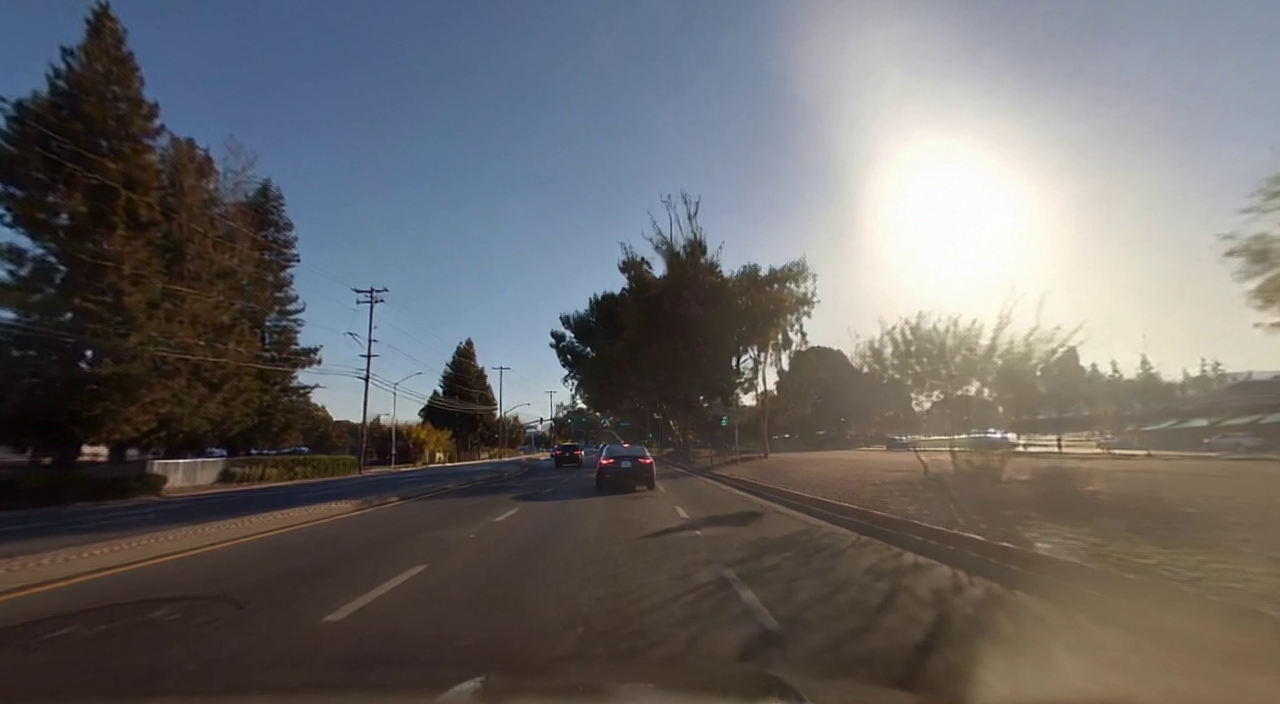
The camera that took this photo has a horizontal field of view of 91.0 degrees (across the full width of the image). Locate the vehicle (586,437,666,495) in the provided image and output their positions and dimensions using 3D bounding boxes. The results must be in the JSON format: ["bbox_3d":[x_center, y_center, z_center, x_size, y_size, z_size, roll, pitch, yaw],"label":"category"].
[{"bbox_3d":[-0.488,3.567,20.126,2.235,1.597,4.918,0,-9,-2],"label":"vehicle"}]

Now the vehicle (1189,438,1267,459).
[{"bbox_3d":[44.523,7.318,47.770,1.746,1.442,4.132,-3,-8,-2],"label":"vehicle"}]

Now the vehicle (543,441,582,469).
[{"bbox_3d":[-5.140,6.912,42.440,2.189,1.776,4.342,0,-9,-2],"label":"vehicle"}]
